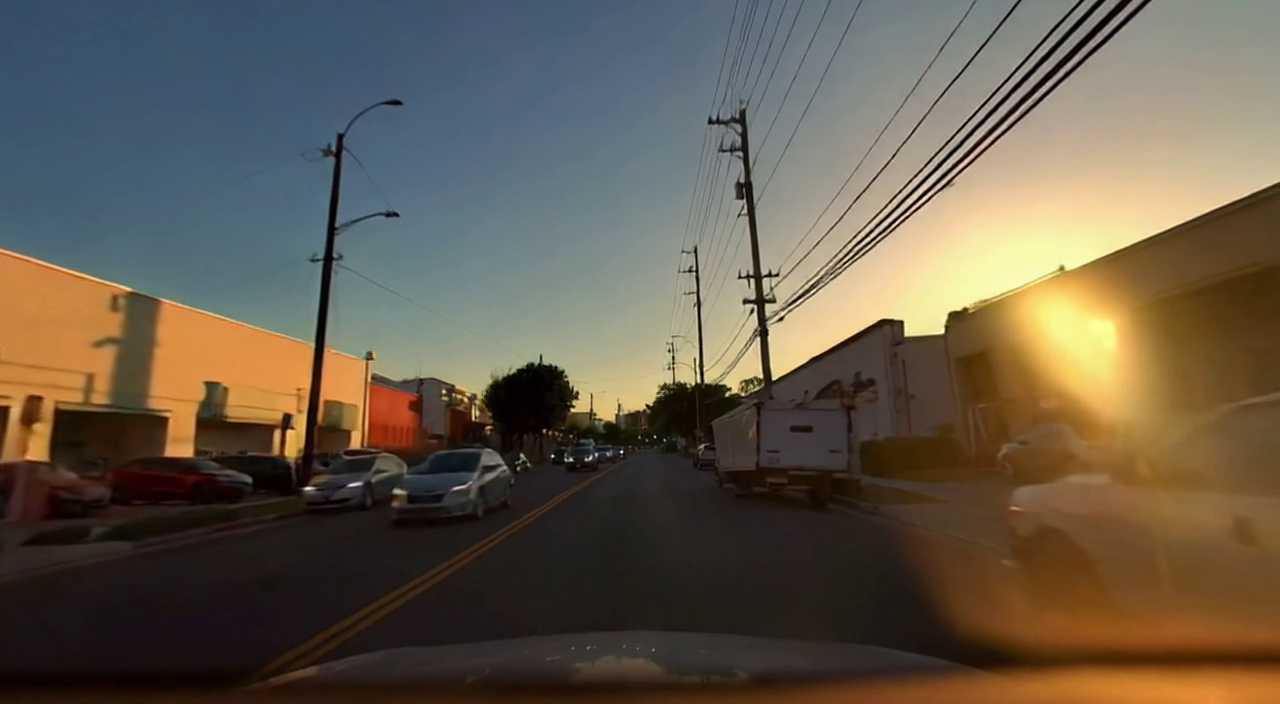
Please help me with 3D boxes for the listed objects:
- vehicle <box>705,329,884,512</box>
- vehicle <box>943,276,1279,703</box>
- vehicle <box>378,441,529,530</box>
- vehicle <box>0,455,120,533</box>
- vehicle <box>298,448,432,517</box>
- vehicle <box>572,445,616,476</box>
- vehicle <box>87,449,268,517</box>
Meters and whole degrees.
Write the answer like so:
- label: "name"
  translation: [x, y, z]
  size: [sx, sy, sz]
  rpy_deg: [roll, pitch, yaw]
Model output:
- label: "vehicle"
  translation: [3.664, 2.078, 17.491]
  size: [2.874, 3.757, 8.612]
  rpy_deg: [1, -9, 1]
- label: "vehicle"
  translation: [3.636, 0.672, 2.145]
  size: [2.249, 2.026, 6.211]
  rpy_deg: [0, -9, 1]
- label: "vehicle"
  translation: [-3.877, 2.832, 13.957]
  size: [2.020, 1.528, 4.258]
  rpy_deg: [-3, -9, 0]
- label: "vehicle"
  translation: [-14.484, 3.233, 14.323]
  size: [1.869, 1.633, 4.092]
  rpy_deg: [-5, -10, 1]
- label: "vehicle"
  translation: [-8.110, 3.827, 19.185]
  size: [1.954, 1.622, 4.761]
  rpy_deg: [-5, -9, 0]
- label: "vehicle"
  translation: [-2.656, 6.347, 37.165]
  size: [2.061, 1.679, 4.042]
  rpy_deg: [-1, -9, 3]
- label: "vehicle"
  translation: [-14.284, 4.034, 19.992]
  size: [2.001, 1.838, 4.855]
  rpy_deg: [0, -9, 0]
